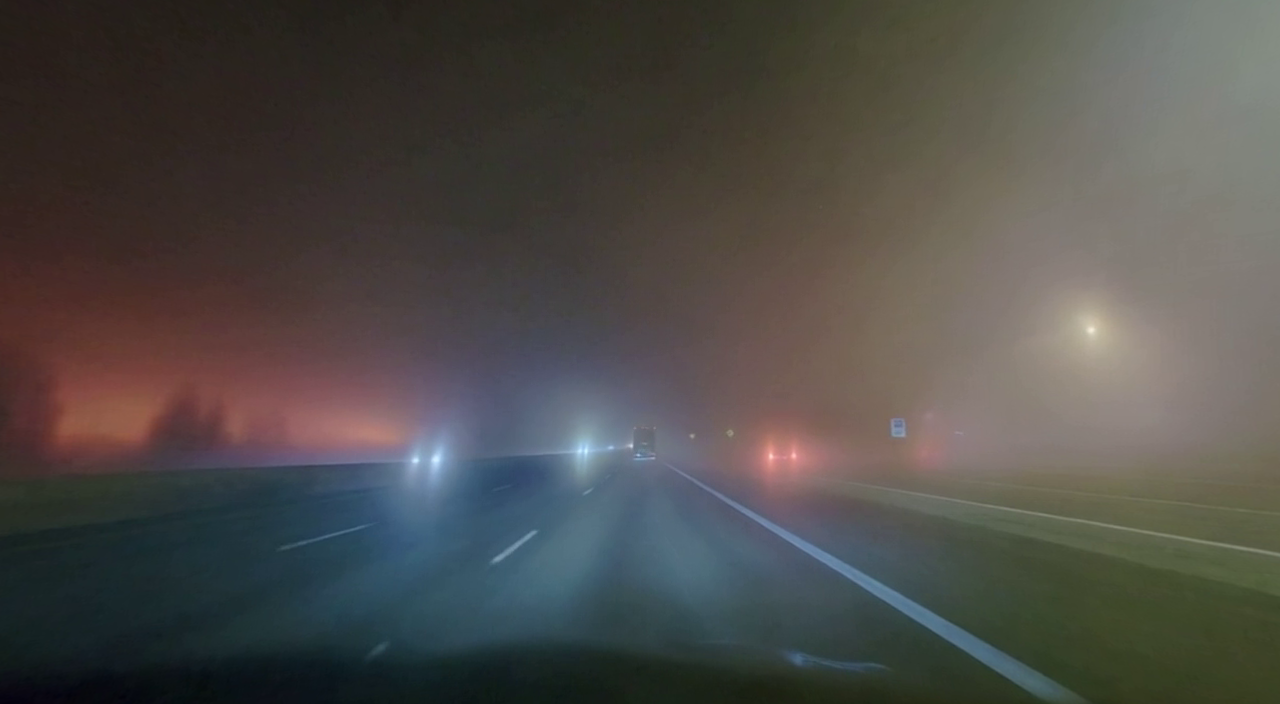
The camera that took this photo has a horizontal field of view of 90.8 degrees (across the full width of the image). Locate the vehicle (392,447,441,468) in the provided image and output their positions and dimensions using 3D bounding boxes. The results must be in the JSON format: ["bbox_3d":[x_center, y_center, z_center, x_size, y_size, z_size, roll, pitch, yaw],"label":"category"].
[{"bbox_3d":[-15.966,7.564,45.314,1.958,1.452,4.262,0,-9,1],"label":"vehicle"}]
